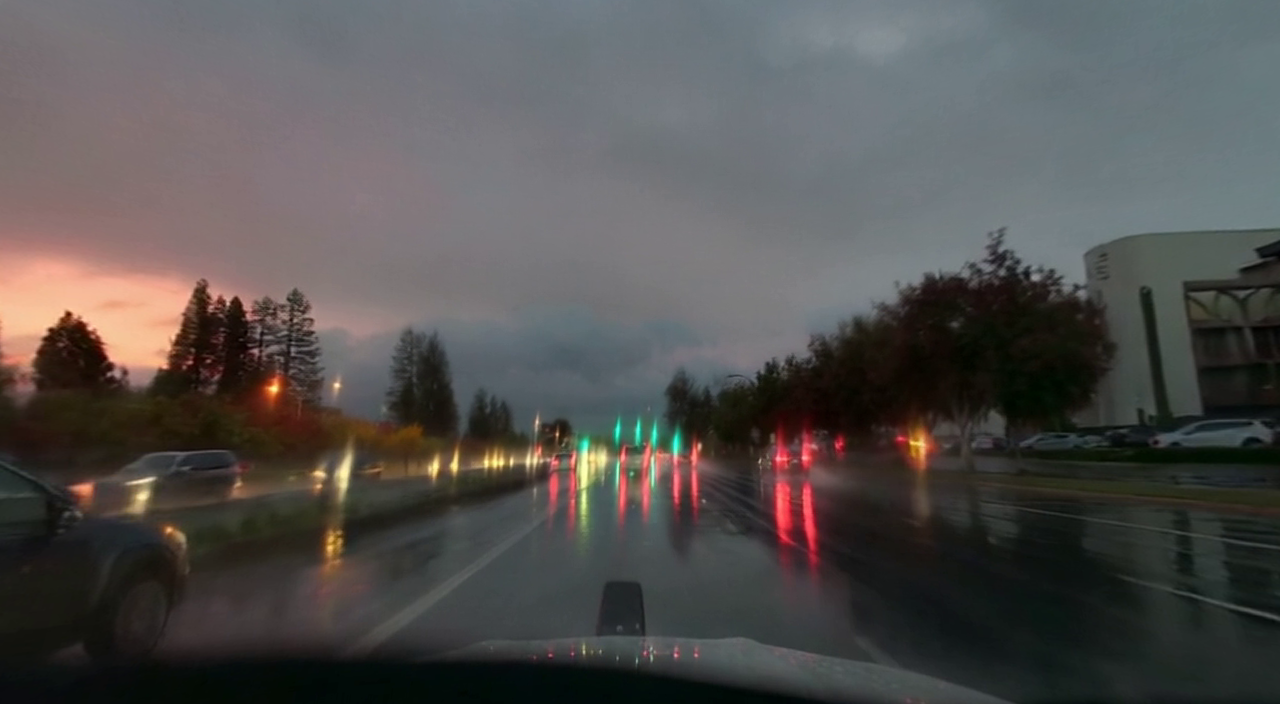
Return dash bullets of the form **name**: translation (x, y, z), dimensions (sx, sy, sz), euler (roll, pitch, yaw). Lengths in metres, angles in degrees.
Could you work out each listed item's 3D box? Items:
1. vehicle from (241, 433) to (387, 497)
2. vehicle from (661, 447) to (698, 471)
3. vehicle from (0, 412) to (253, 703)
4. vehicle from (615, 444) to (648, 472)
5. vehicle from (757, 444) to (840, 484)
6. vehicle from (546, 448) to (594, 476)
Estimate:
- **vehicle**: translation (-9.498, 3.318, 18.912), dimensions (2.026, 1.639, 4.496), euler (0, -9, -1)
- **vehicle**: translation (2.535, 6.987, 41.532), dimensions (2.014, 1.430, 4.103), euler (0, -9, -2)
- **vehicle**: translation (-3.742, 0.936, 2.225), dimensions (2.018, 1.476, 4.364), euler (0, -9, -1)
- **vehicle**: translation (-0.560, 6.866, 41.143), dimensions (2.008, 1.716, 4.125), euler (0, -9, -1)
- **vehicle**: translation (6.213, 4.438, 25.411), dimensions (2.028, 1.451, 4.625), euler (0, -9, -1)
- **vehicle**: translation (-3.860, 6.128, 35.451), dimensions (2.163, 1.474, 4.413), euler (0, -9, 0)
